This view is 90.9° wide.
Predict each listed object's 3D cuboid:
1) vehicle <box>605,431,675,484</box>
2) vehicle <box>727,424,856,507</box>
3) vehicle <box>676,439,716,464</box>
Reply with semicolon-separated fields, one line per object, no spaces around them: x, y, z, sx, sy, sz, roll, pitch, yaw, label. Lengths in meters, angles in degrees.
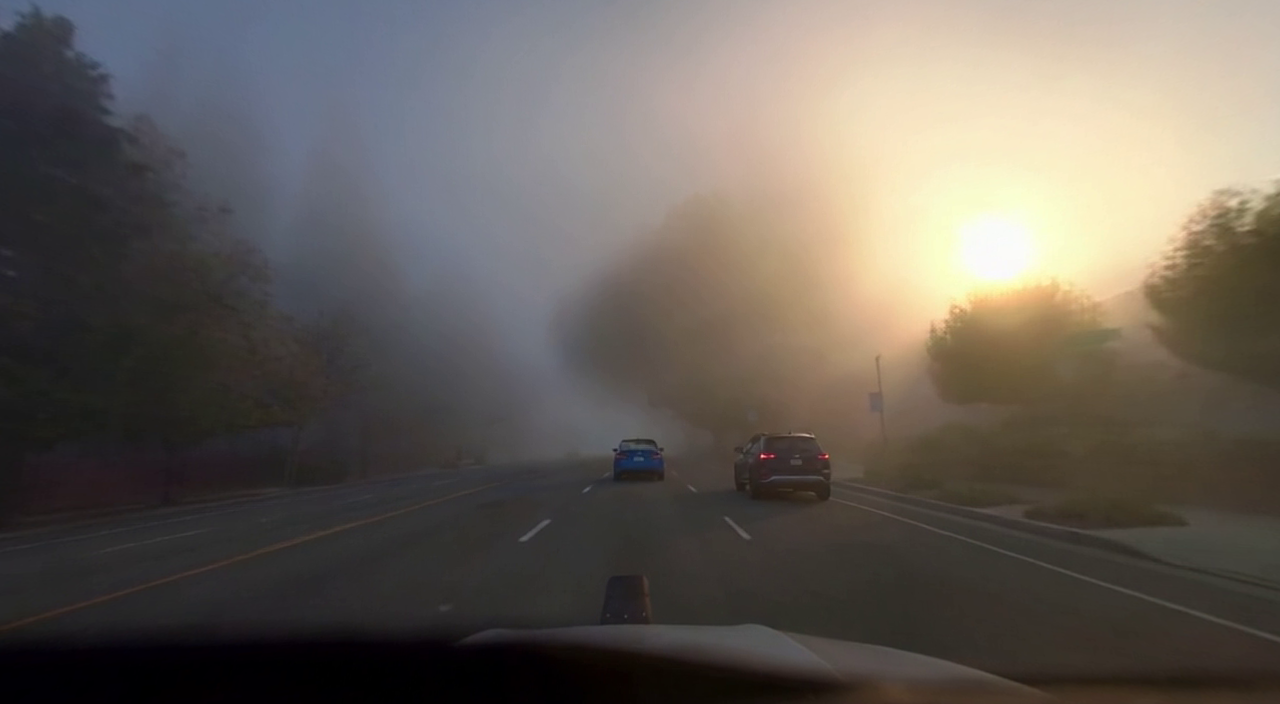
0.021;3.635;22.009;2.200;1.653;4.127;0;-8;1;vehicle
3.483;2.703;15.508;2.024;1.711;4.512;0;-8;0;vehicle
3.530;6.365;40.504;2.099;1.463;4.130;0;-8;-1;vehicle
